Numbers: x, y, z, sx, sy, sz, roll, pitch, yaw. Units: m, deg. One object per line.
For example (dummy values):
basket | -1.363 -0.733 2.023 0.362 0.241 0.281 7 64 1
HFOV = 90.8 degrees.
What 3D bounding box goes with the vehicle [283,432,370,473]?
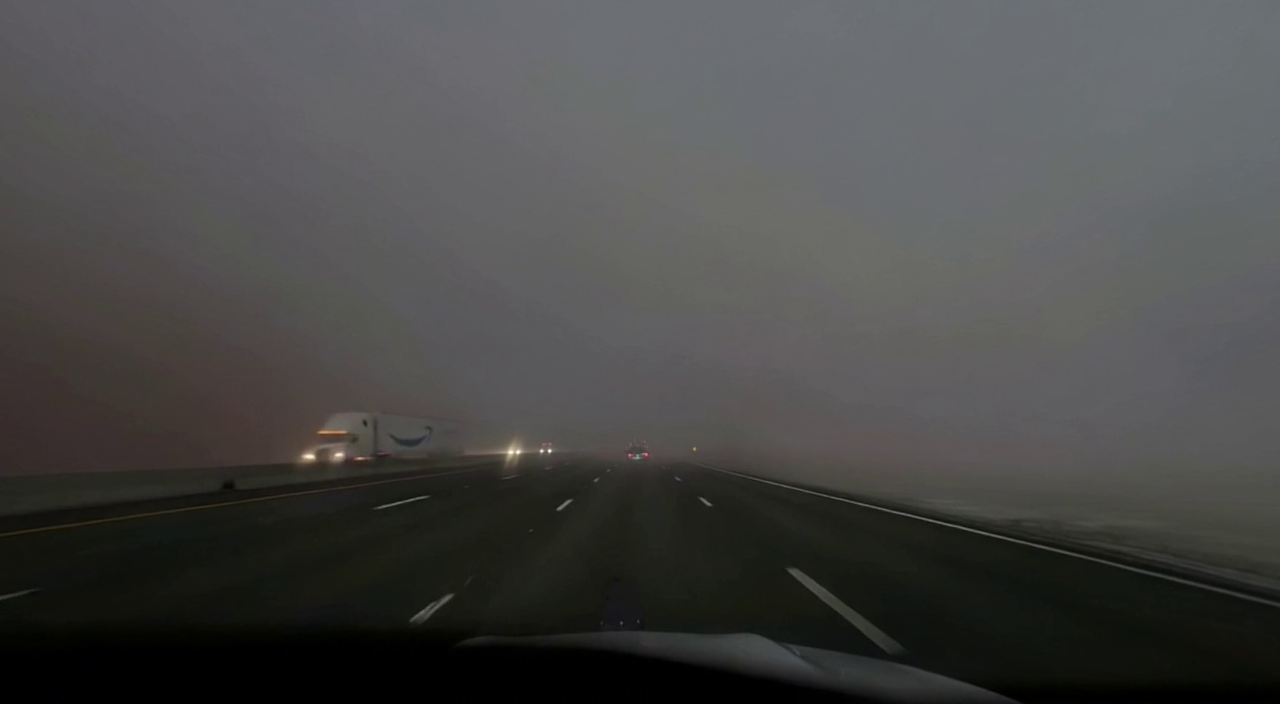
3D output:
vehicle | -18.587 5.998 37.814 2.176 2.251 5.723 0 -9 0
